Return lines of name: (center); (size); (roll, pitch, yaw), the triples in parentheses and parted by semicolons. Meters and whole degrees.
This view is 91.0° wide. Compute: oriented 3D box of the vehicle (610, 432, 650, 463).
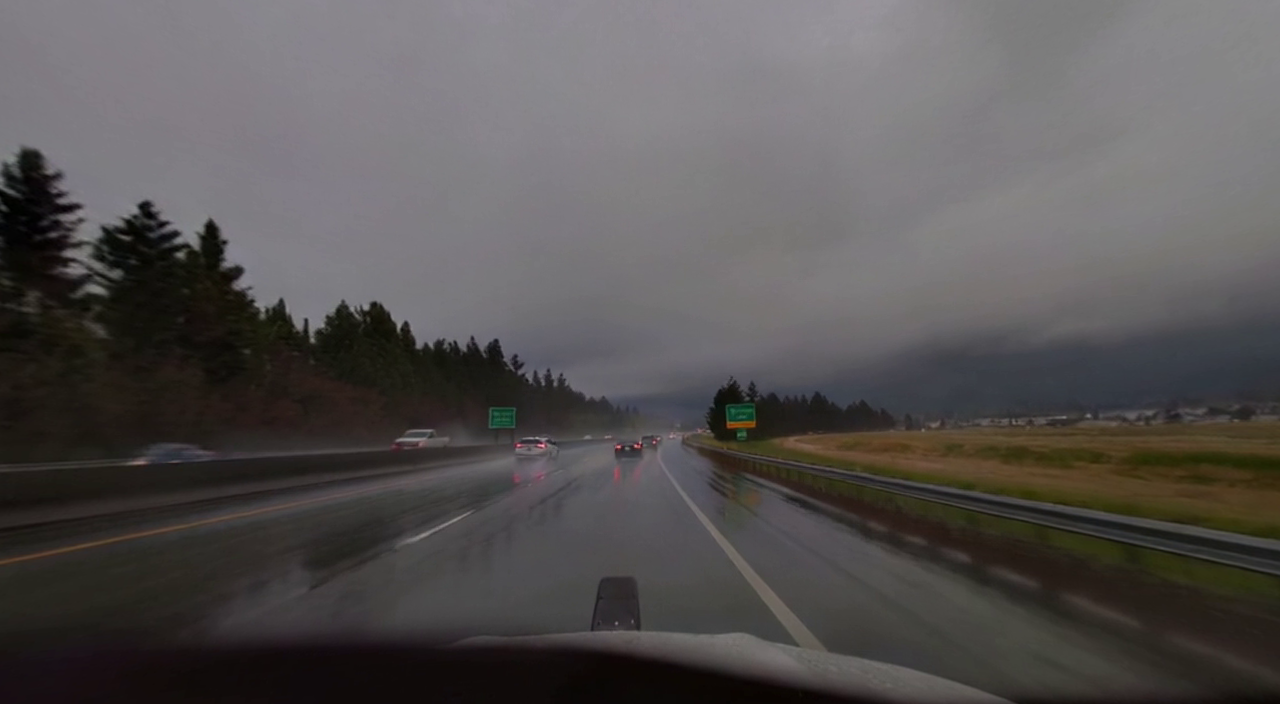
vehicle: (-0.521, 5.444, 35.844); (2.146, 1.636, 4.026); (0, -8, 0)

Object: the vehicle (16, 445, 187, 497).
vehicle: (-16.973, 3.730, 20.174); (1.803, 1.451, 4.112); (-1, -8, 1)

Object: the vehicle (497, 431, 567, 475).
vehicle: (-4.396, 4.204, 26.387); (2.075, 1.653, 4.317); (-1, -8, 1)

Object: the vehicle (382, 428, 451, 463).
vehicle: (-15.407, 6.481, 43.836); (2.565, 2.213, 5.866); (-1, -8, 1)
